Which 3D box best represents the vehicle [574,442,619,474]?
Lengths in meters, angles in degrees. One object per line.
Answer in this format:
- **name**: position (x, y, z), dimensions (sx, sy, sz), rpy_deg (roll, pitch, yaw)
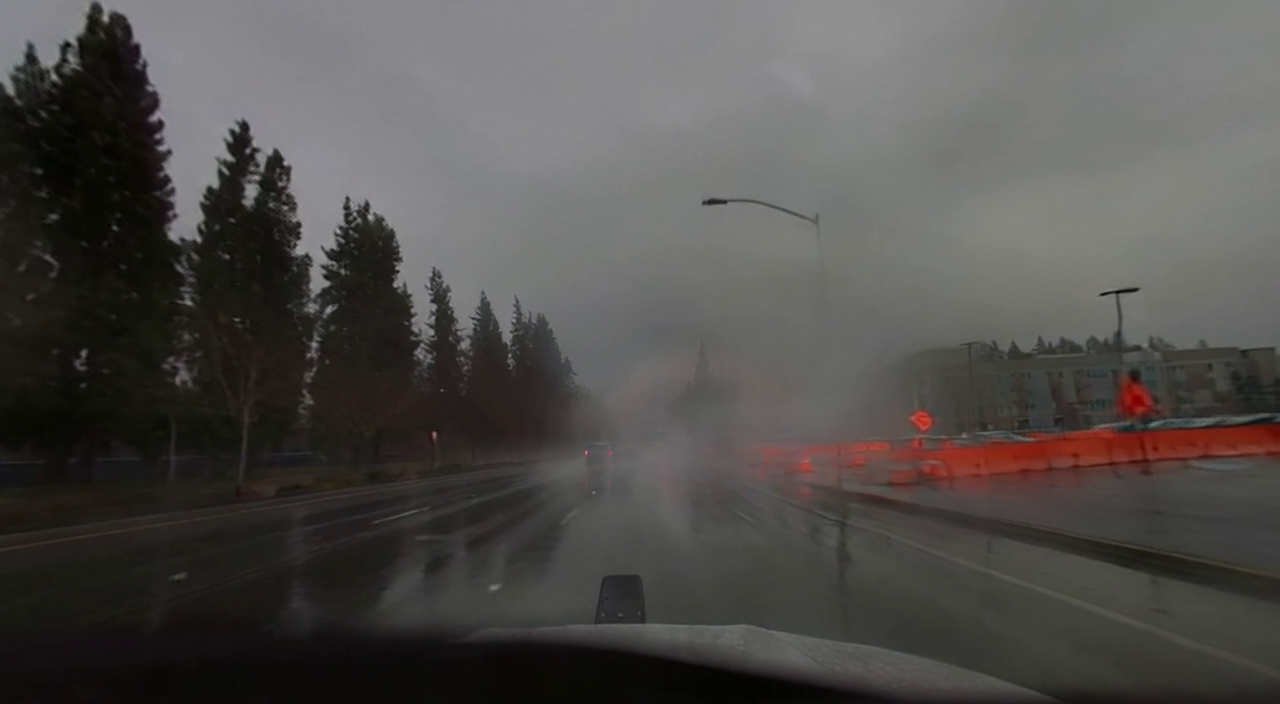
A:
- **vehicle**: position (-2.369, 5.878, 35.257), dimensions (2.121, 1.654, 3.993), rpy_deg (0, -8, 2)
